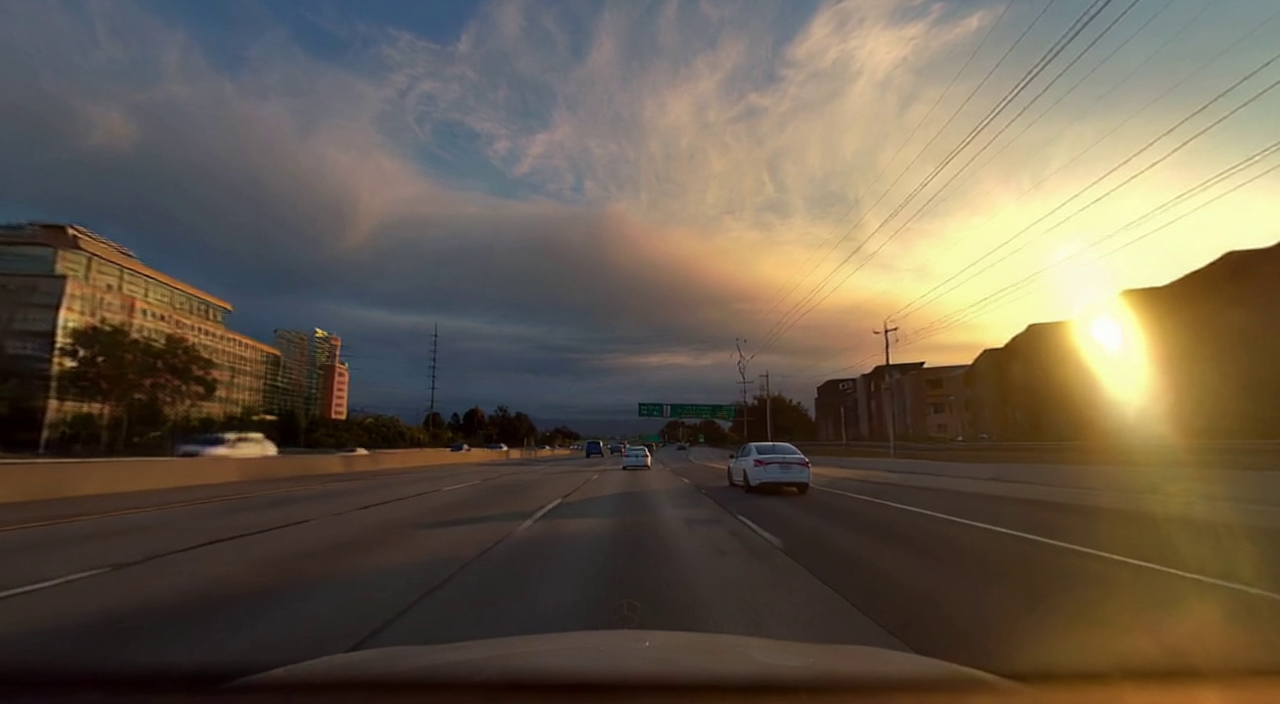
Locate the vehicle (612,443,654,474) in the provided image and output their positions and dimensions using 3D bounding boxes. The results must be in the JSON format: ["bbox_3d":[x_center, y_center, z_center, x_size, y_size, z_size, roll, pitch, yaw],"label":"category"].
[{"bbox_3d":[-0.370,5.432,32.475,2.019,1.472,3.971,0,-8,-1],"label":"vehicle"}]

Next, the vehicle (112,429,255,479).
[{"bbox_3d":[-20.168,4.517,28.208,2.307,2.016,5.388,0,-8,0],"label":"vehicle"}]

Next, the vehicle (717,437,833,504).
[{"bbox_3d":[3.404,3.073,16.872,1.995,1.533,4.463,0,-8,-2],"label":"vehicle"}]
